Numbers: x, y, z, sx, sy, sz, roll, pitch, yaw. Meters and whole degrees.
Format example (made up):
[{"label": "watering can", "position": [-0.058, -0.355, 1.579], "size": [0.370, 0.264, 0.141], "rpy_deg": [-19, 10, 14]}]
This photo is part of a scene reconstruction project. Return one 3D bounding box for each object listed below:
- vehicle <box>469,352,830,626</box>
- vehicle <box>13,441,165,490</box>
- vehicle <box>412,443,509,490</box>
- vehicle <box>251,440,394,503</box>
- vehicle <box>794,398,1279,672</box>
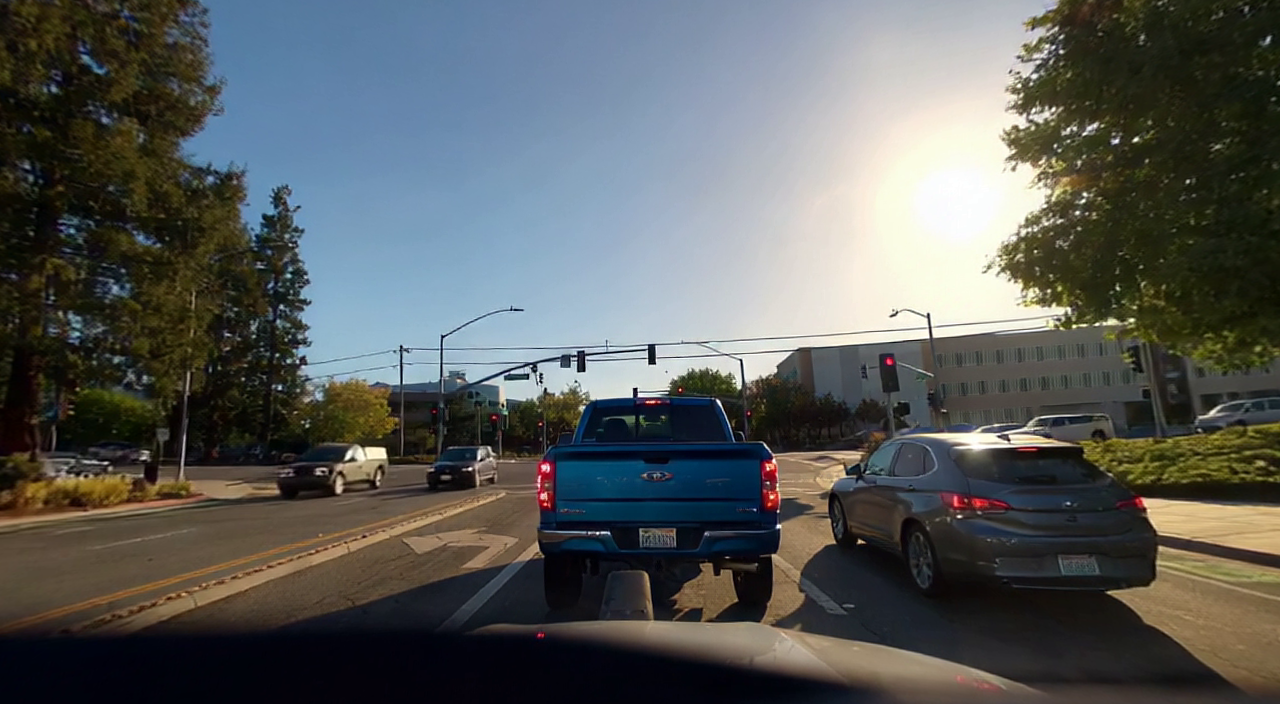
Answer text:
[{"label": "vehicle", "position": [0.086, 1.395, 7.424], "size": [2.636, 2.011, 5.425], "rpy_deg": [0, -8, 0]}, {"label": "vehicle", "position": [-21.751, 4.464, 25.206], "size": [2.062, 1.764, 4.508], "rpy_deg": [0, -8, -2]}, {"label": "vehicle", "position": [-6.132, 3.941, 22.154], "size": [1.994, 1.469, 4.367], "rpy_deg": [0, -8, 2]}, {"label": "vehicle", "position": [-9.392, 3.538, 19.166], "size": [1.920, 1.563, 4.643], "rpy_deg": [-3, -8, 0]}, {"label": "vehicle", "position": [3.333, 1.507, 6.523], "size": [2.155, 1.667, 5.162], "rpy_deg": [0, -8, 0]}]
